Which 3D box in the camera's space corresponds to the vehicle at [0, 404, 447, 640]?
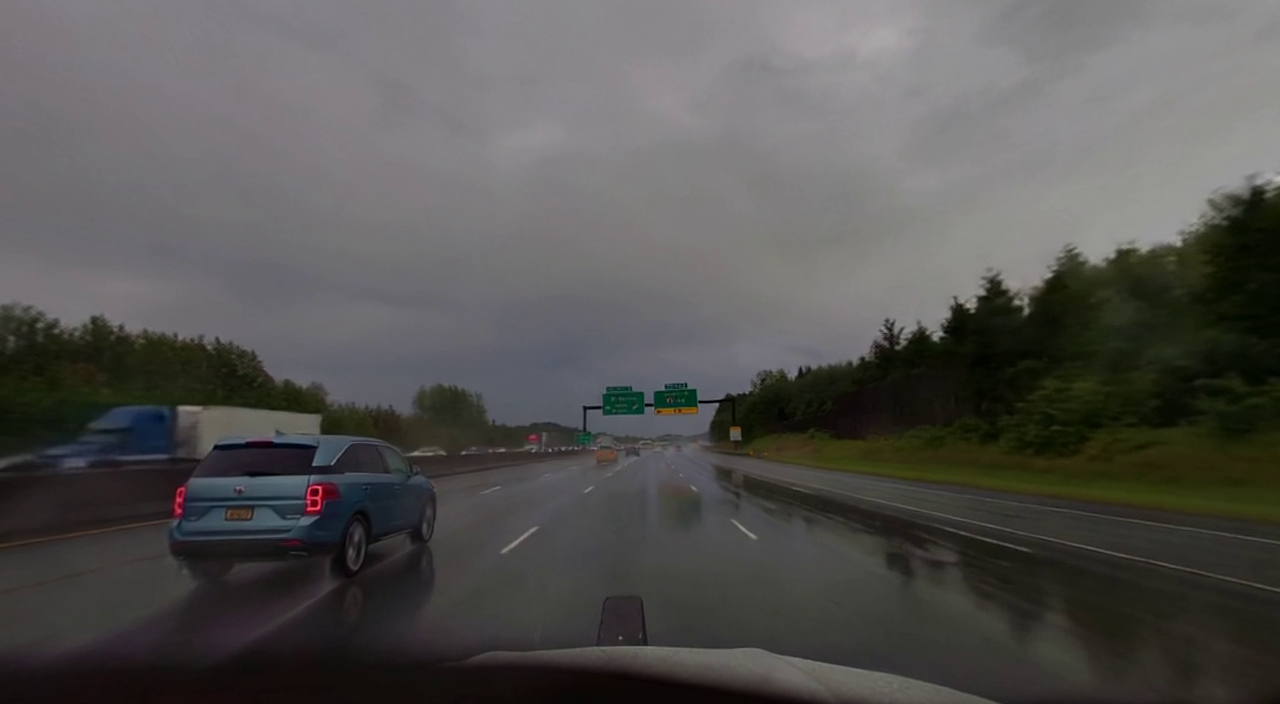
[{"bbox_3d":[-3.690,1.478,6.513,2.016,1.623,4.126,0,-8,1],"label":"vehicle"}]
